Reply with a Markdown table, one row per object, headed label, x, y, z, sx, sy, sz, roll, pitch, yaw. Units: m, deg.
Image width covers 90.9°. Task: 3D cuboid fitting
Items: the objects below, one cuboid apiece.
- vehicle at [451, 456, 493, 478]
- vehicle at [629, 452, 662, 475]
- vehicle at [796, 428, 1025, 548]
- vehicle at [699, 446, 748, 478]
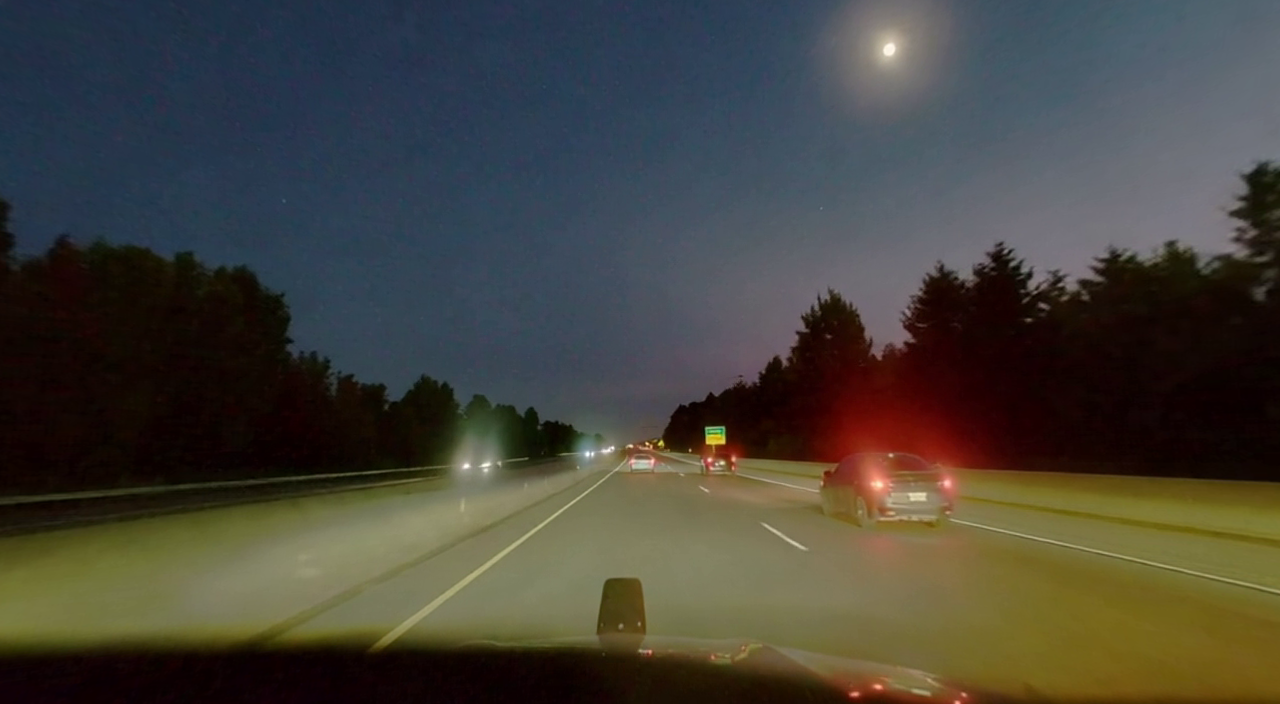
| label | x | y | z | sx | sy | sz | roll | pitch | yaw |
| --- | --- | --- | --- | --- | --- | --- | --- | --- | --- |
| vehicle | -12.196 | 8.374 | 45.939 | 1.830 | 1.463 | 4.503 | 0 | -9 | 0 |
| vehicle | 0.343 | 7.059 | 40.050 | 2.012 | 1.320 | 3.777 | 0 | -9 | 1 |
| vehicle | 4.281 | 2.224 | 10.954 | 1.969 | 1.639 | 4.472 | 0 | -9 | 0 |
| vehicle | 4.317 | 5.758 | 33.159 | 1.935 | 1.594 | 3.981 | 0 | -9 | -1 |
